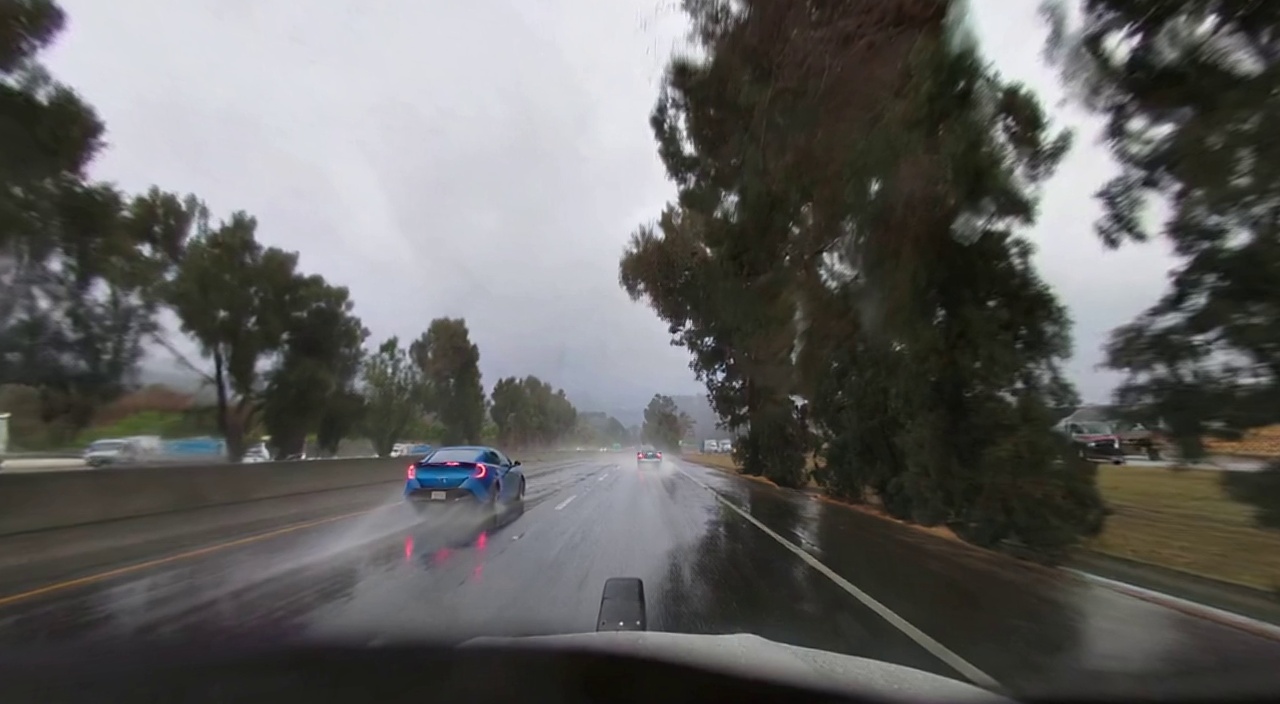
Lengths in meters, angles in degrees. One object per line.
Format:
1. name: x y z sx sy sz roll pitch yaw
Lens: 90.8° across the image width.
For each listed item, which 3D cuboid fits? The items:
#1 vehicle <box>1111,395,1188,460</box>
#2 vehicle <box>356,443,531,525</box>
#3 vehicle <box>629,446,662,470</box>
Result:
1. vehicle: 38.320 5.782 47.223 11.007 4.362 2.851 8 -12 -44
2. vehicle: -3.905 2.698 13.574 2.170 1.451 4.584 0 -9 2
3. vehicle: 0.320 6.838 40.942 2.079 1.450 3.942 0 -9 0
